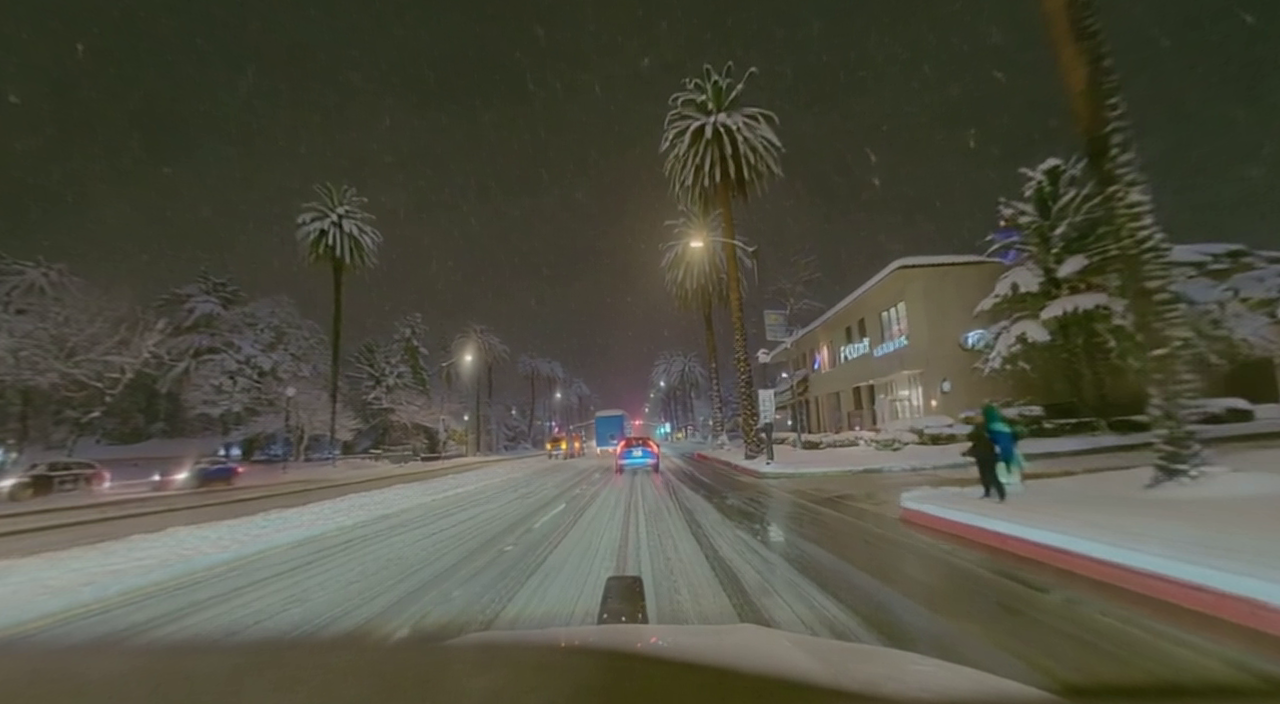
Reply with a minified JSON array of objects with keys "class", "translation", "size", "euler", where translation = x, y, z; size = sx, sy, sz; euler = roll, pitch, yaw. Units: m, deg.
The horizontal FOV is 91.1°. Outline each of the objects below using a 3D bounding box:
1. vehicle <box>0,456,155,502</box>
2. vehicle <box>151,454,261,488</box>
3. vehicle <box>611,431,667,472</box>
[{"class":"vehicle","translation":[-21.511,4.777,23.802],"size":[4.440,1.498,2.001],"euler":[2,-9,-20]},{"class":"vehicle","translation":[-21.750,5.962,31.727],"size":[4.320,1.496,2.046],"euler":[4,-10,-29]},{"class":"vehicle","translation":[-0.018,4.088,25.974],"size":[2.144,1.514,4.063],"euler":[-1,-8,1]}]
